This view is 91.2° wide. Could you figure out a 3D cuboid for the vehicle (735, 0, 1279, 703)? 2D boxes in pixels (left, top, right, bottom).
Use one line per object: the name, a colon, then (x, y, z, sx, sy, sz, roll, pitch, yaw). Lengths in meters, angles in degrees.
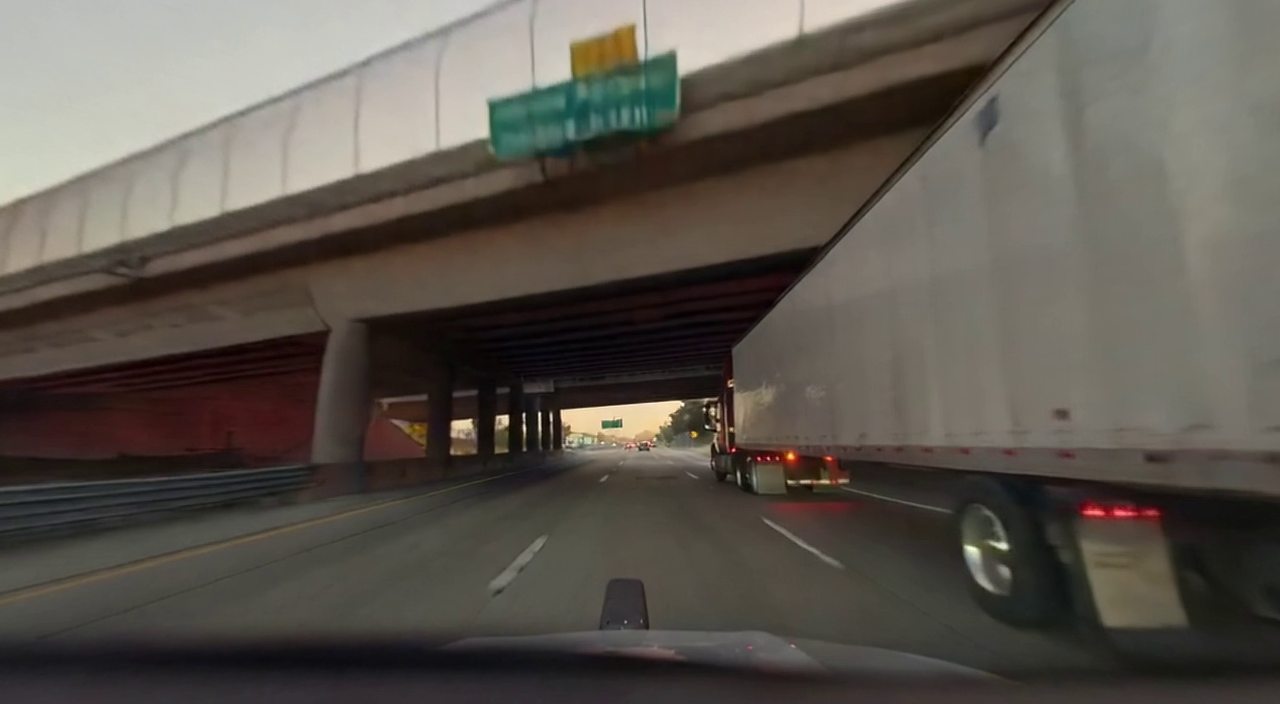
vehicle: (3.974, 0.604, 9.288, 2.933, 4.100, 14.317, 0, -8, 0)
